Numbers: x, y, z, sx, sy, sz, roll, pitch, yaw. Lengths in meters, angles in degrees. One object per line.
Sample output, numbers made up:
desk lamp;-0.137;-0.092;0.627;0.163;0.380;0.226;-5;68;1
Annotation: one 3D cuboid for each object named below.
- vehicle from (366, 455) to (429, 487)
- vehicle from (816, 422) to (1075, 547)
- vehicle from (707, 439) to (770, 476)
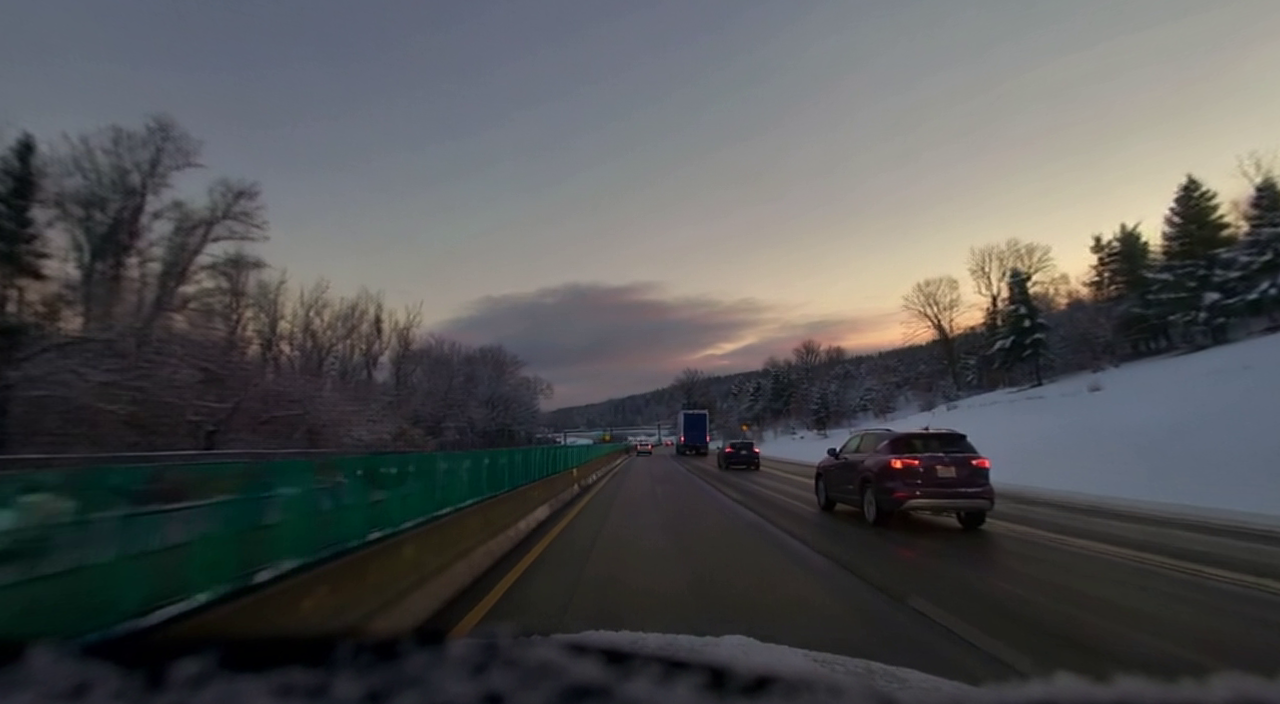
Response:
vehicle;-12.377;6.070;32.382;1.822;1.462;3.905;1;-8;-3
vehicle;4.374;1.940;9.893;1.940;1.539;4.005;1;-8;-2
vehicle;4.271;4.635;27.995;2.000;1.473;4.440;1;-8;-1
